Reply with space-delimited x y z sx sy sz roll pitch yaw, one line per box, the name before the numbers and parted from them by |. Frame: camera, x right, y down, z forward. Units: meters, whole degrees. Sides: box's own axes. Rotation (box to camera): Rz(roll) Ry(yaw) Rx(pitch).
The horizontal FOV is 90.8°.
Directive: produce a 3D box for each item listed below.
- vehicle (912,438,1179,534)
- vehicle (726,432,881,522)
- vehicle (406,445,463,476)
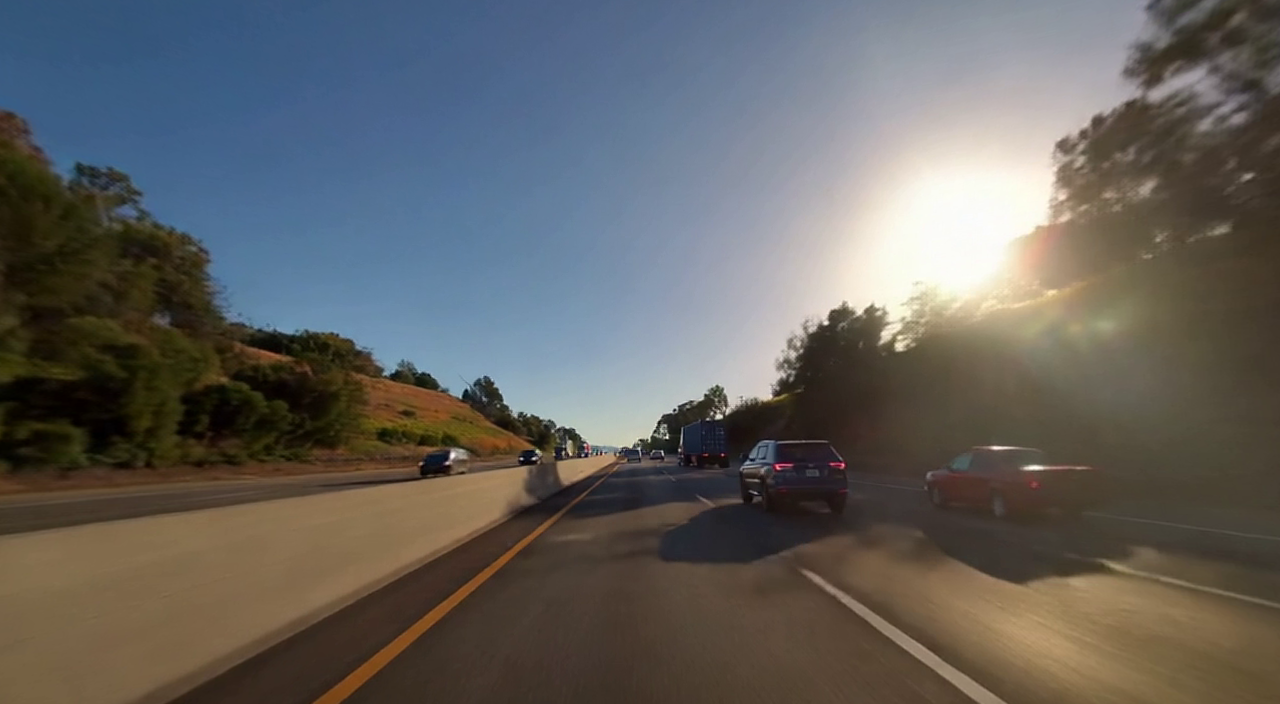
vehicle | 7.344 2.446 12.207 2.024 1.471 4.618 0 -9 -1
vehicle | 3.391 2.699 14.168 2.130 1.658 4.537 0 -9 -2
vehicle | -12.040 6.361 37.230 1.932 1.689 4.361 0 -9 0
